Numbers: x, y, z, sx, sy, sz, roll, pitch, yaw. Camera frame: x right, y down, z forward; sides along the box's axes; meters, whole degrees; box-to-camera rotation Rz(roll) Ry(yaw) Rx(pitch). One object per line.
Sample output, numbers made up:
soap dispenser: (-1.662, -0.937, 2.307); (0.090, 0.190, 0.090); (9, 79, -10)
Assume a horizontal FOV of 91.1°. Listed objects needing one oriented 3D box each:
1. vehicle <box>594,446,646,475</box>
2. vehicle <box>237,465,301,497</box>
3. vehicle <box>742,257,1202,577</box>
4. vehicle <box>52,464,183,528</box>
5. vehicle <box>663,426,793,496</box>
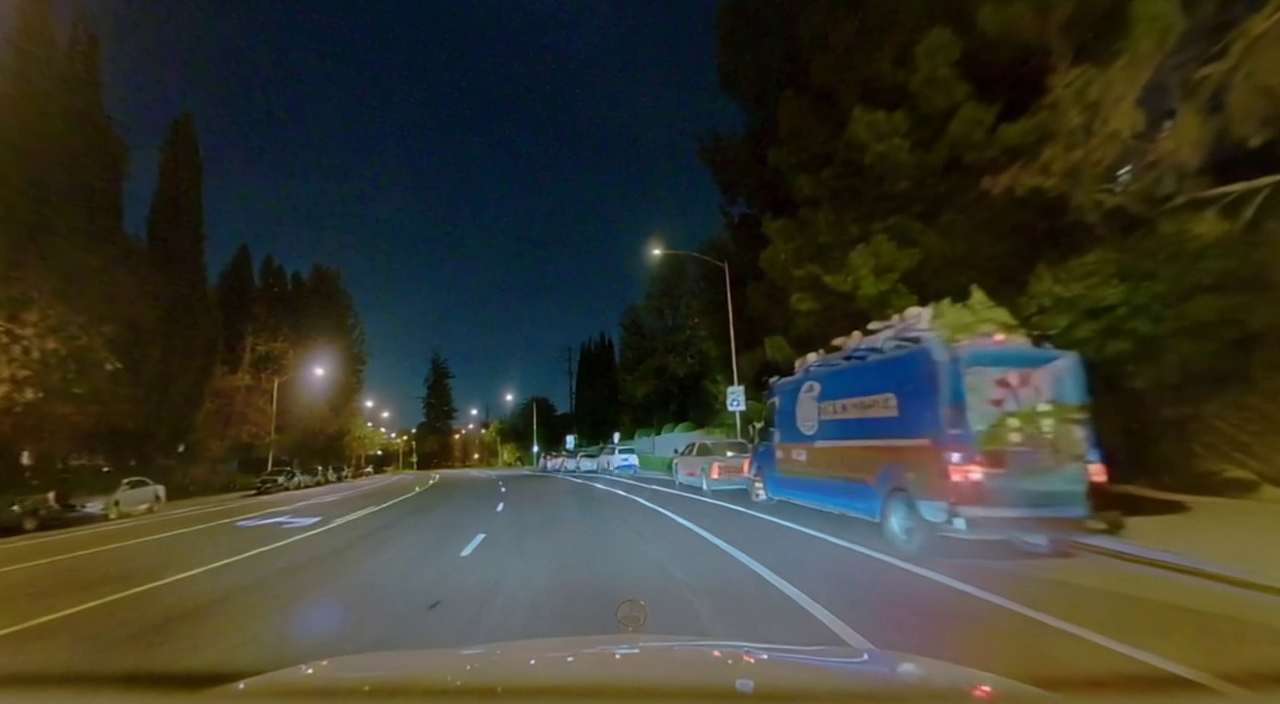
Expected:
vehicle: (-1.231, 6.180, 36.206); (2.041, 1.520, 4.674); (2, -9, -14)
vehicle: (-21.583, 7.480, 36.710); (1.949, 1.456, 4.497); (1, -7, -13)
vehicle: (4.083, 1.191, 10.399); (2.918, 3.319, 7.595); (1, -8, -5)
vehicle: (-18.441, 5.038, 22.414); (1.934, 1.733, 3.921); (-4, -8, -11)
vehicle: (2.553, 3.445, 20.346); (2.251, 1.868, 6.178); (2, -9, -11)
